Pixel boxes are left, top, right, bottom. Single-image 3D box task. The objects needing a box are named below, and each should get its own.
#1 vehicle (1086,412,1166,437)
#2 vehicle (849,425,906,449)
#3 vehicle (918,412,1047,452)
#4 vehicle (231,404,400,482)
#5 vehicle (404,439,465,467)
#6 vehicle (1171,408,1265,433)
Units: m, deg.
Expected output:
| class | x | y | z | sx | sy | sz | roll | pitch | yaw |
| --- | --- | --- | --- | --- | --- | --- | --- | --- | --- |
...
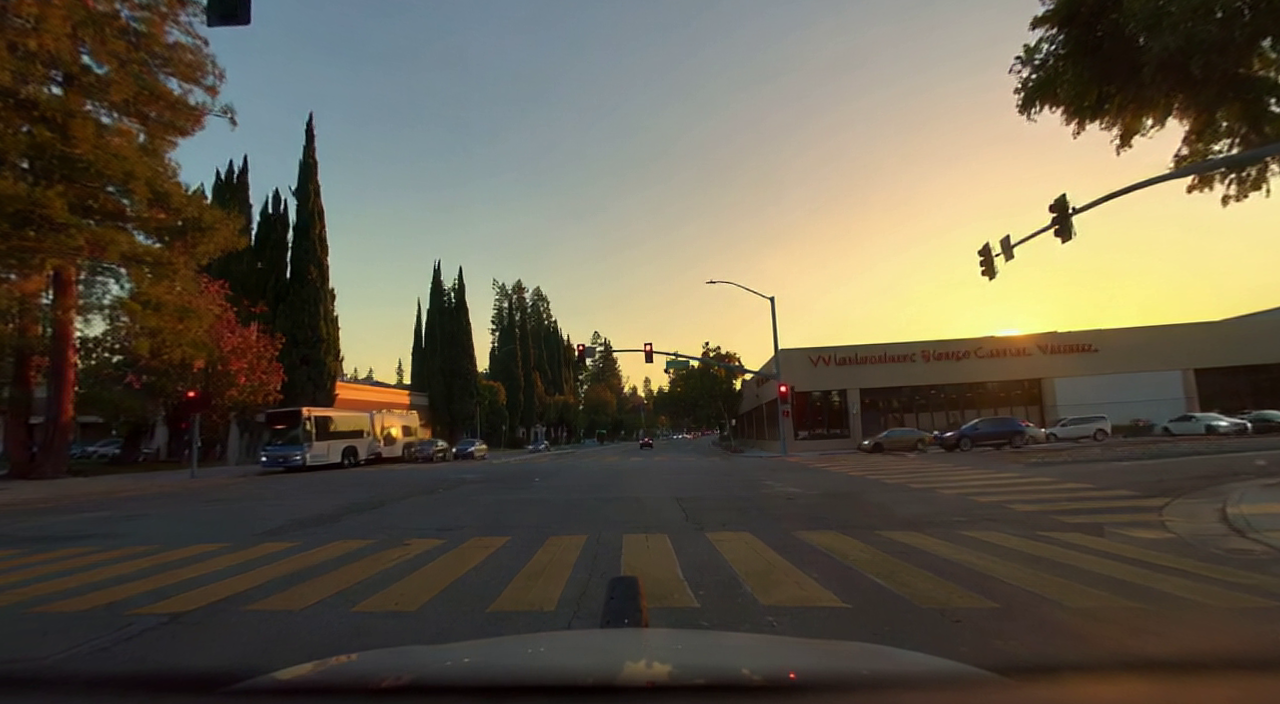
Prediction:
| class | x | y | z | sx | sy | sz | roll | pitch | yaw |
| --- | --- | --- | --- | --- | --- | --- | --- | --- | --- |
| vehicle | 31.361 | 4.737 | 40.838 | 1.823 | 1.480 | 4.003 | 0 | -8 | -4 |
| vehicle | 17.343 | 6.235 | 46.180 | 3.329 | 1.415 | 1.821 | -6 | -9 | 2 |
| vehicle | 15.124 | 3.568 | 27.999 | 4.566 | 1.670 | 2.000 | 0 | -8 | -3 |
| vehicle | -16.578 | 4.863 | 33.667 | 3.161 | 3.455 | 11.058 | 0 | -8 | 0 |
| vehicle | -12.074 | 5.964 | 37.387 | 1.996 | 1.482 | 4.772 | 0 | -8 | 0 |
| vehicle | 38.319 | 4.620 | 41.966 | 1.715 | 1.480 | 4.701 | 0 | -8 | -1 |
